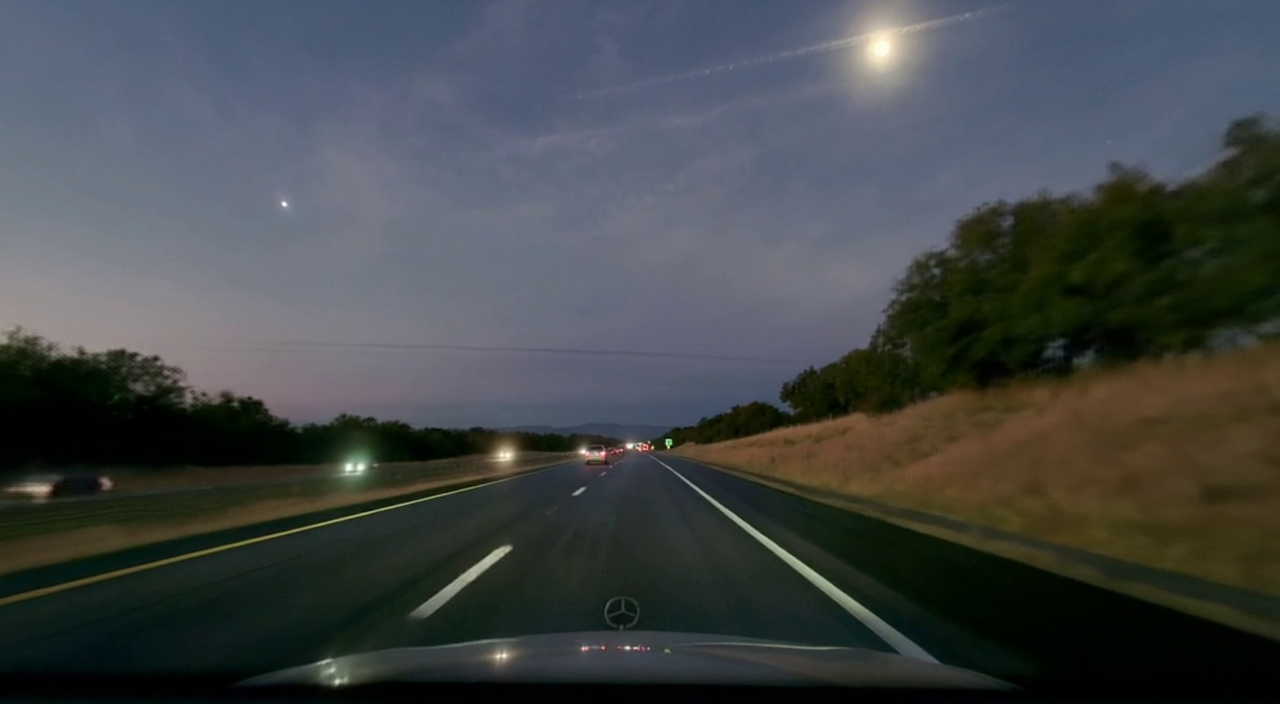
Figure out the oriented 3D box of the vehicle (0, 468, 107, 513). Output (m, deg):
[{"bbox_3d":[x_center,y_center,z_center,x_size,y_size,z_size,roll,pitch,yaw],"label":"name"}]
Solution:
[{"bbox_3d":[-32.627,7.389,34.131,2.239,1.986,5.886,0,-9,0],"label":"vehicle"}]
